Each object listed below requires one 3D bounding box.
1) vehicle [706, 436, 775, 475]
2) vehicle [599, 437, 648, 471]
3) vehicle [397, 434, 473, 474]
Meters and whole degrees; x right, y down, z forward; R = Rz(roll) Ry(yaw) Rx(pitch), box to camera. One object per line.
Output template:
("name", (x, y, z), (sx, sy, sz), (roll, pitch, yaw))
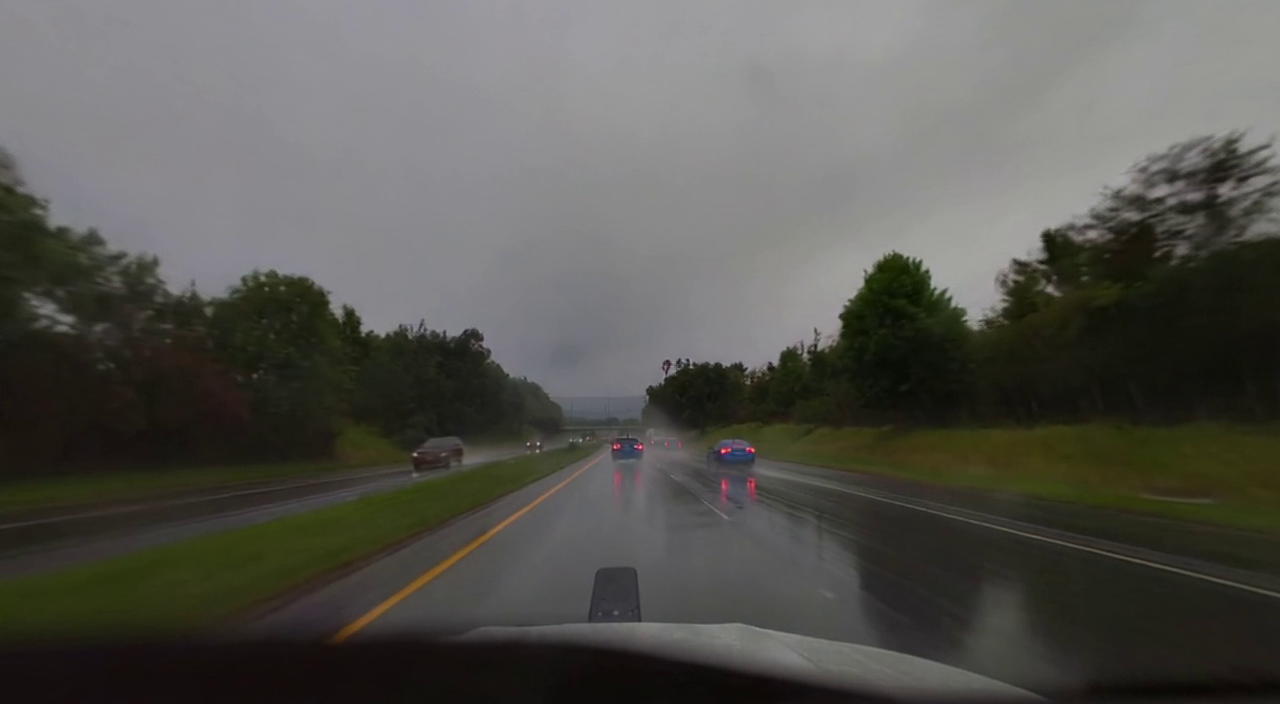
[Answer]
("vehicle", (4.163, 4.330, 26.830), (2.066, 1.526, 4.216), (0, -8, -3))
("vehicle", (-0.766, 4.732, 29.604), (2.143, 1.466, 3.693), (0, -7, -1))
("vehicle", (-9.882, 4.923, 30.810), (2.178, 1.789, 4.689), (0, -8, -1))
